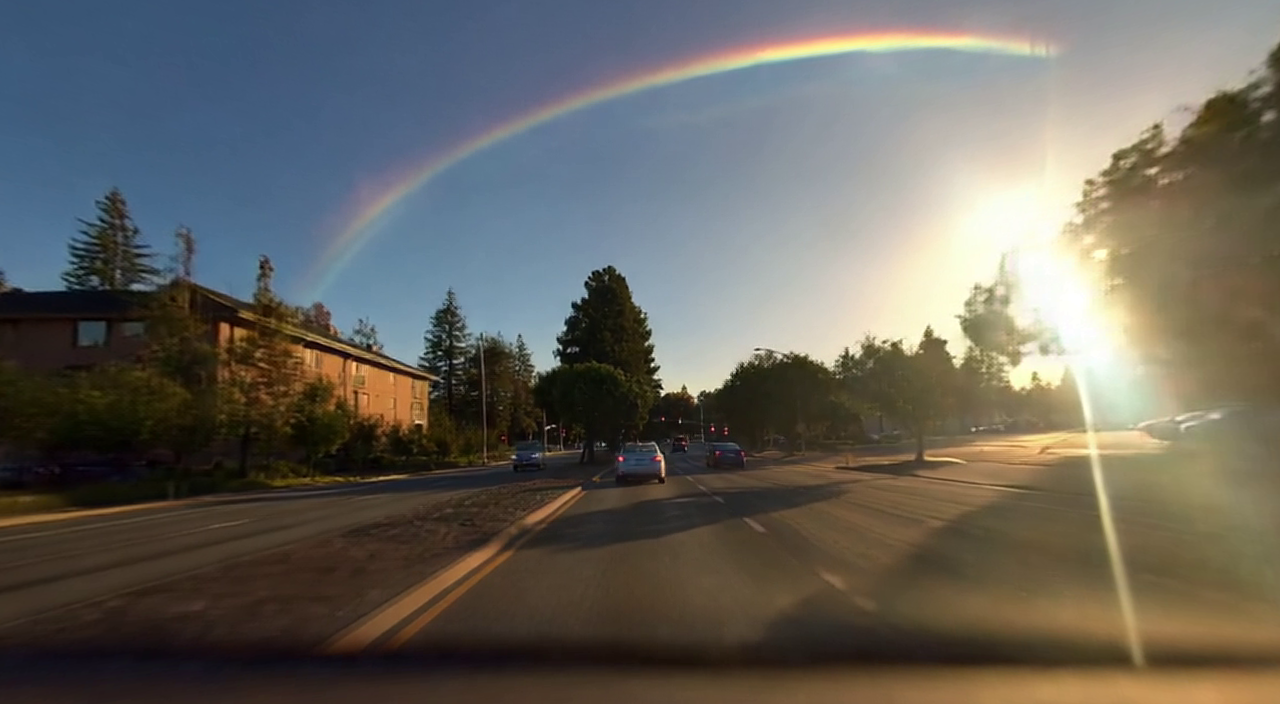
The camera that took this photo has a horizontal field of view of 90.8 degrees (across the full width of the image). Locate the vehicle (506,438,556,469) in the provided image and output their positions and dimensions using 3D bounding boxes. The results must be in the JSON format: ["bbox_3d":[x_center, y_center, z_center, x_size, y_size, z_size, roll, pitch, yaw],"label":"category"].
[{"bbox_3d":[-6.562,6.181,38.611,2.174,1.802,4.591,0,-9,0],"label":"vehicle"}]

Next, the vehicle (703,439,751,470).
[{"bbox_3d":[4.787,5.694,35.319,1.987,1.613,4.081,0,-9,-1],"label":"vehicle"}]

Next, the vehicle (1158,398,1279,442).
[{"bbox_3d":[22.502,2.525,23.580,4.531,1.432,1.949,-3,-9,-1],"label":"vehicle"}]

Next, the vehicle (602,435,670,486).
[{"bbox_3d":[-0.110,3.803,22.485,2.181,1.639,4.127,0,-9,1],"label":"vehicle"}]
